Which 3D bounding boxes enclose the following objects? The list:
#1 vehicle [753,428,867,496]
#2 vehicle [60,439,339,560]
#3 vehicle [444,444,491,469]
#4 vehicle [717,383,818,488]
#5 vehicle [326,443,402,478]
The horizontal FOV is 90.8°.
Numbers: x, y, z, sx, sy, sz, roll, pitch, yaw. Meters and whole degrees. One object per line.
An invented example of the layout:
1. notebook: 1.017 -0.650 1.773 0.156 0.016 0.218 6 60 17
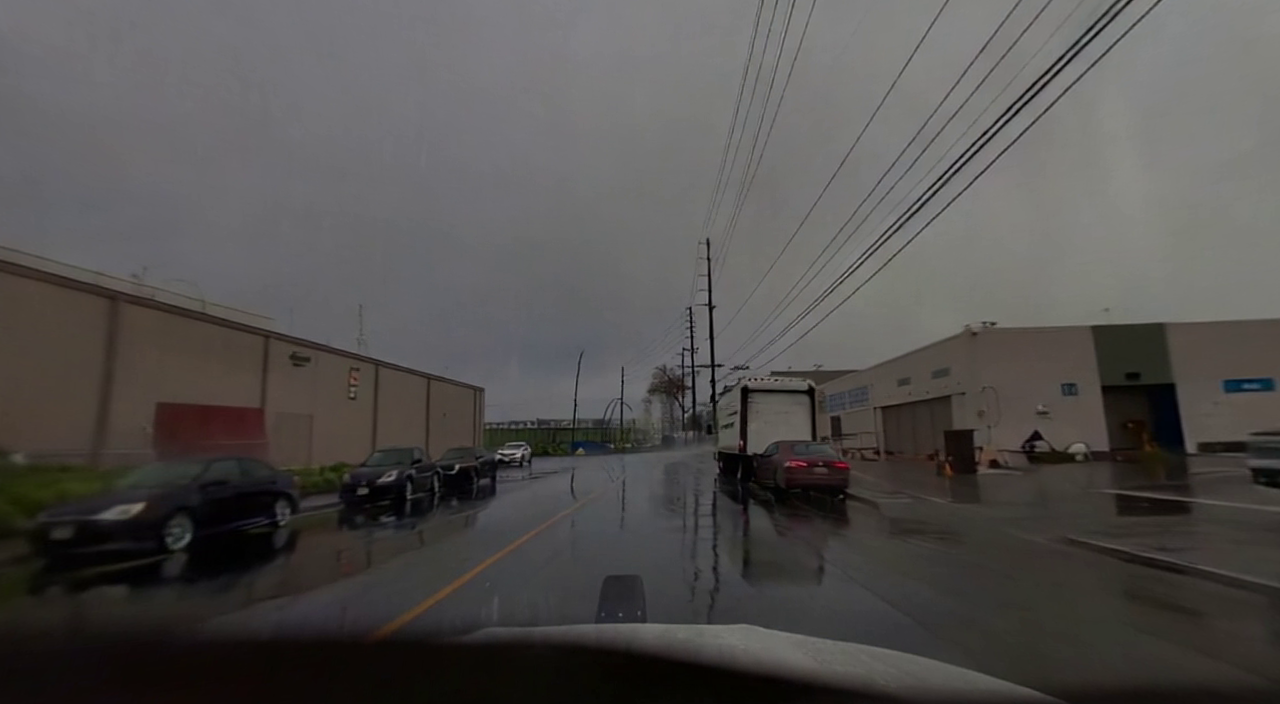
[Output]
1. vehicle: 4.924 3.278 19.190 2.141 1.739 5.130 0 -9 1
2. vehicle: -7.386 2.431 11.271 1.936 1.632 4.145 -3 -8 2
3. vehicle: -13.440 8.133 49.593 2.104 1.817 5.693 0 -9 0
4. vehicle: 5.111 3.696 27.418 2.933 3.697 10.065 -1 -9 4
5. vehicle: -16.036 6.310 37.022 2.156 1.864 4.908 -1 -9 1
